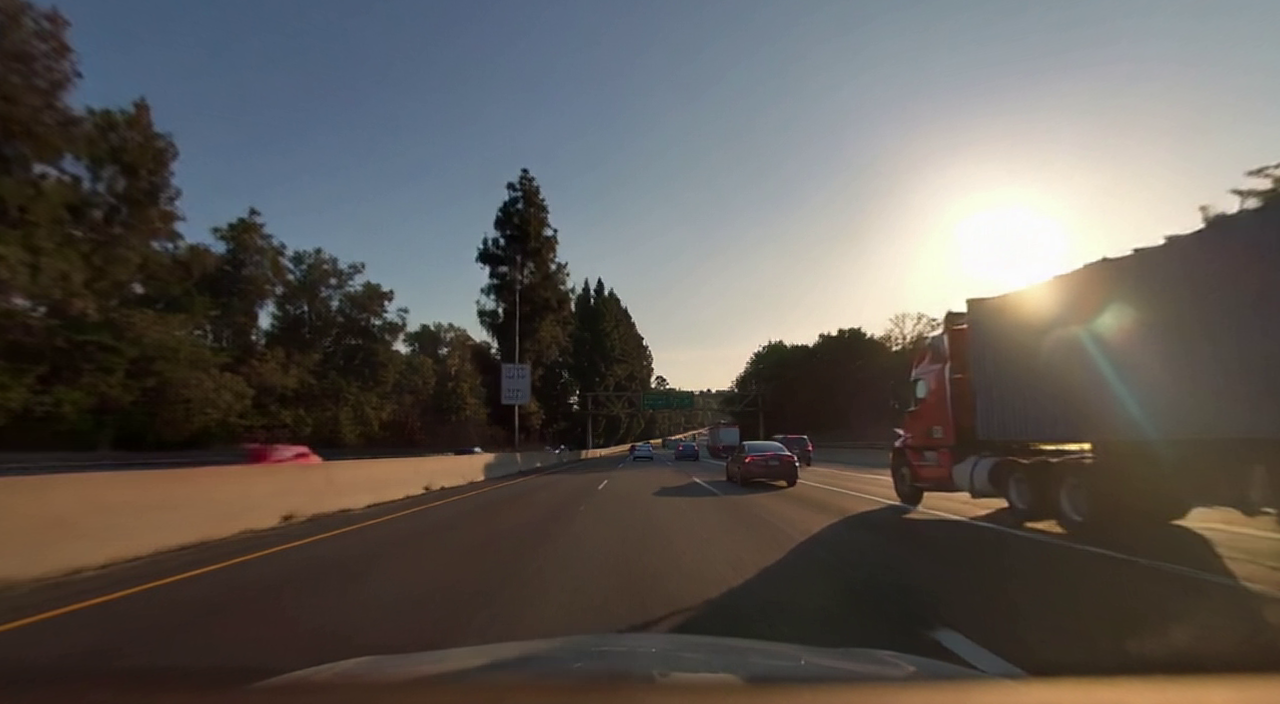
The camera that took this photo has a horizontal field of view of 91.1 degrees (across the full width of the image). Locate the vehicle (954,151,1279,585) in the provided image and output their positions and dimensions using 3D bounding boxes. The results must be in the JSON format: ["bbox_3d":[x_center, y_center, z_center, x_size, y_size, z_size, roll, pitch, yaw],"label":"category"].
[{"bbox_3d":[7.303,0.305,6.924,2.752,3.975,9.319,0,-8,0],"label":"vehicle"}]

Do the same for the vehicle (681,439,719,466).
[{"bbox_3d":[3.918,6.654,41.681,2.084,1.668,4.511,0,-8,0],"label":"vehicle"}]

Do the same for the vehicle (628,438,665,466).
[{"bbox_3d":[0.428,6.479,40.880,2.313,1.736,4.215,0,-8,1],"label":"vehicle"}]

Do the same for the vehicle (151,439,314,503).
[{"bbox_3d":[-13.388,3.897,21.108,2.200,1.857,4.748,0,-8,1],"label":"vehicle"}]

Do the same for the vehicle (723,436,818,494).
[{"bbox_3d":[3.751,3.330,18.915,1.888,1.501,4.608,0,-8,0],"label":"vehicle"}]
